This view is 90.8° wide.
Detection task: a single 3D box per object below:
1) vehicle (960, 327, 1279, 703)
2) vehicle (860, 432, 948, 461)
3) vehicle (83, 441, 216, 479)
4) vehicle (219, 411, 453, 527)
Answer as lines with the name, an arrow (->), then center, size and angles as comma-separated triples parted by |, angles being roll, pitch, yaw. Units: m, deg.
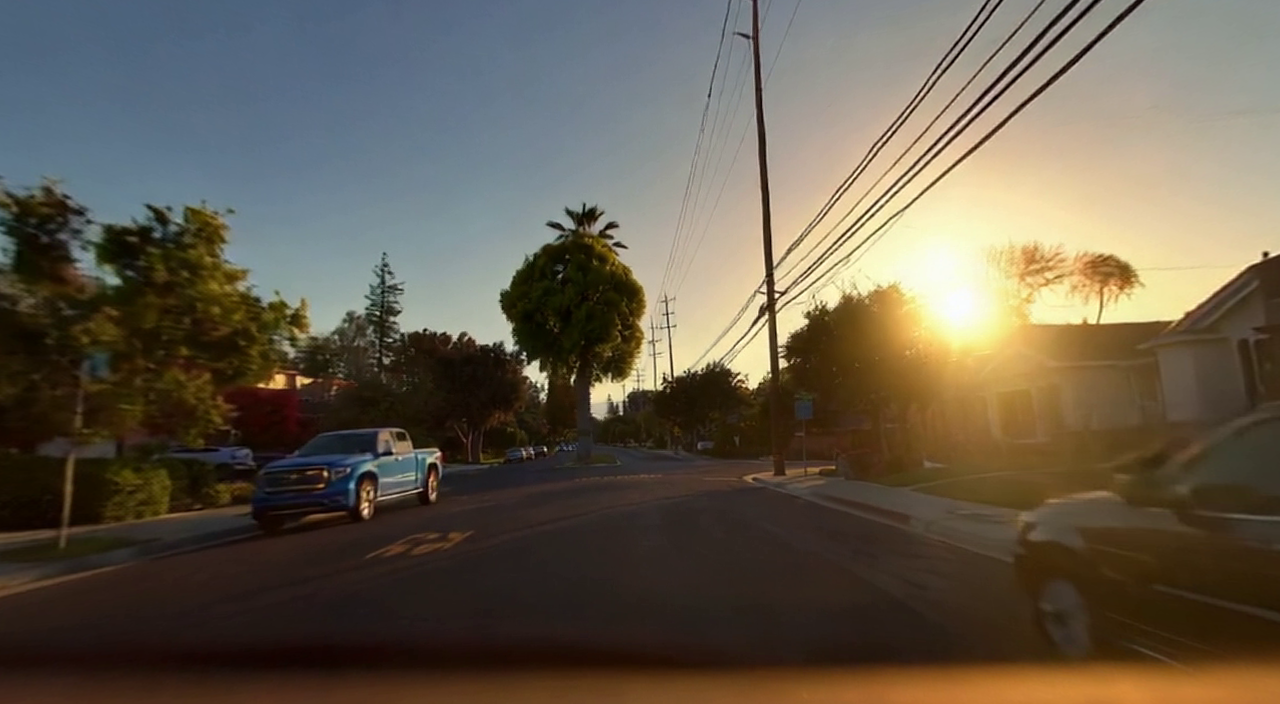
vehicle -> 3.480, 0.764, 2.197 | 2.167, 1.746, 4.541 | 0, -8, -3
vehicle -> 15.764, 5.656, 37.858 | 4.381, 1.645, 2.013 | 0, -8, -2
vehicle -> -28.534, 6.301, 36.932 | 5.660, 2.110, 2.321 | 0, -8, -2
vehicle -> -6.344, 2.526, 14.420 | 2.455, 2.045, 6.171 | 0, -8, -2
